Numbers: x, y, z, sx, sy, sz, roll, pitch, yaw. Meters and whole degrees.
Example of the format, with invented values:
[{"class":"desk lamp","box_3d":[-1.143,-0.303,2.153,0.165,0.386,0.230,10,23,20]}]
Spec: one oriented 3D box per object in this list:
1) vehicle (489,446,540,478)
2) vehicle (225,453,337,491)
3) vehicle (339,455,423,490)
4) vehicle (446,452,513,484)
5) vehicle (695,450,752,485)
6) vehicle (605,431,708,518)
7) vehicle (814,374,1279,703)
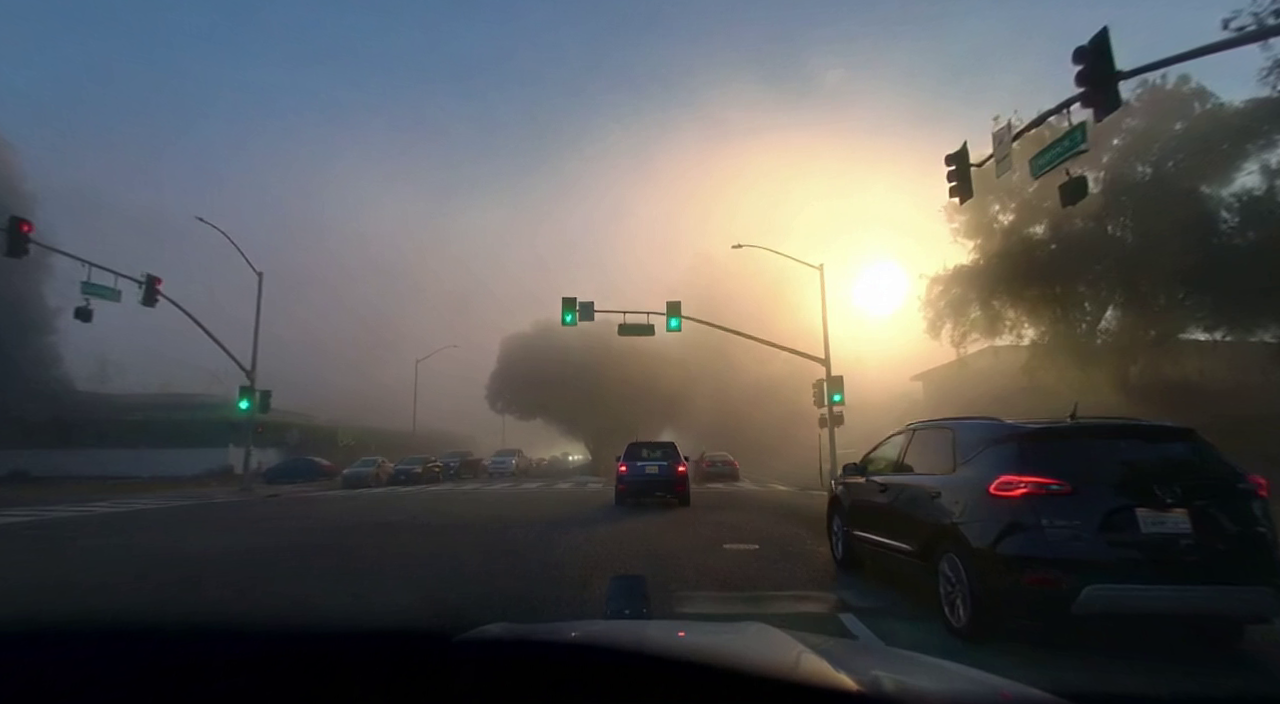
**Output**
[{"class":"vehicle","box_3d":[-8.025,7.050,40.793,2.182,1.939,4.889,0,-8,1]},{"class":"vehicle","box_3d":[-18.547,6.159,32.819,1.986,1.742,4.580,-5,-10,31]},{"class":"vehicle","box_3d":[-11.954,5.551,29.395,1.959,1.450,4.487,0,-8,1]},{"class":"vehicle","box_3d":[-7.964,5.803,31.806,2.083,1.420,4.702,0,-9,1]},{"class":"vehicle","box_3d":[3.870,5.442,29.976,2.096,1.489,4.757,0,-9,1]},{"class":"vehicle","box_3d":[0.318,2.922,15.604,2.185,1.822,4.391,0,-8,-1]},{"class":"vehicle","box_3d":[3.294,1.339,5.624,2.166,1.799,4.372,0,-8,-1]}]
